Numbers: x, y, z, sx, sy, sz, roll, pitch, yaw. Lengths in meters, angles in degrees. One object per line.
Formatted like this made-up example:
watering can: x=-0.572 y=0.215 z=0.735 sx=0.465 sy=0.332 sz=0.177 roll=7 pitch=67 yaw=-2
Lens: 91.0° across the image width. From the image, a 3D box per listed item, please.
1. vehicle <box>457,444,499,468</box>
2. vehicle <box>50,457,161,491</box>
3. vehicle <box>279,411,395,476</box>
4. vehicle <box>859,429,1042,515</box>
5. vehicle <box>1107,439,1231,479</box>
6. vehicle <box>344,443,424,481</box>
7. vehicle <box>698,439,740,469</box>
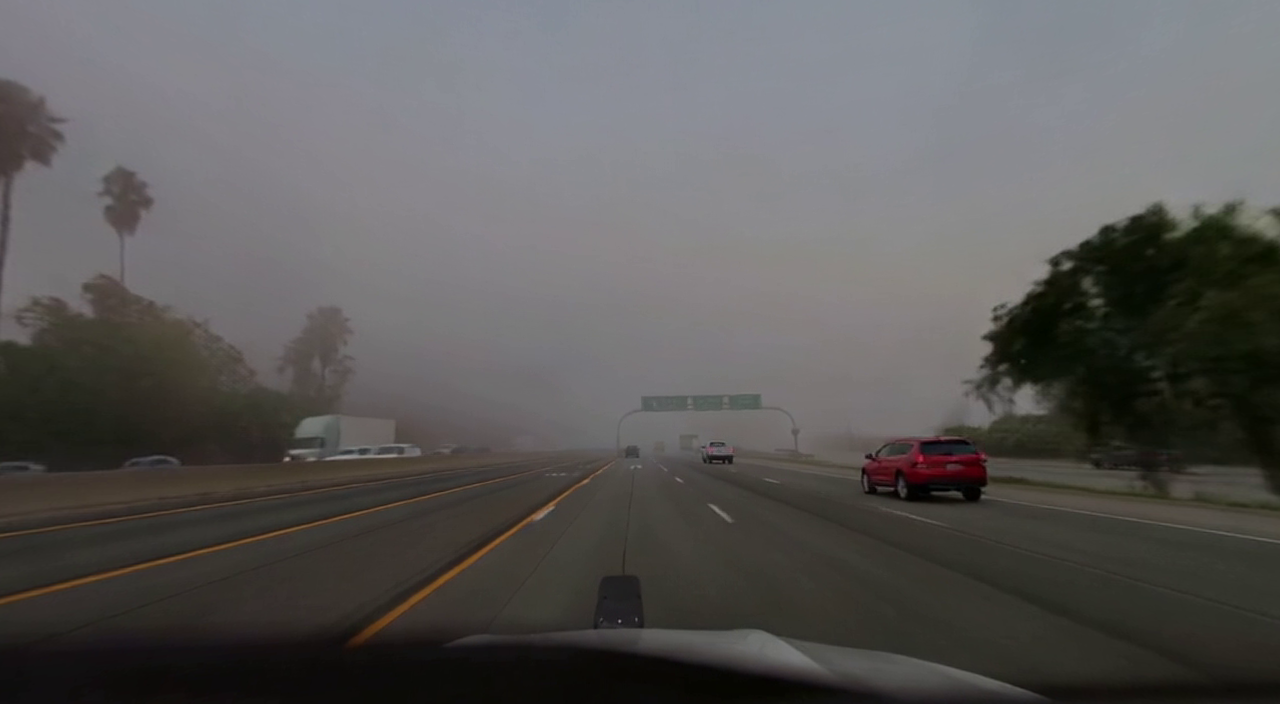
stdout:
vehicle: x=-12.151 y=7.849 z=47.565 sx=1.960 sy=1.681 sz=4.480 roll=0 pitch=-8 yaw=0
vehicle: x=-27.225 y=6.206 z=32.287 sx=1.831 sy=1.472 sz=4.368 roll=0 pitch=-8 yaw=0
vehicle: x=-19.898 y=6.148 z=42.272 sx=2.957 sy=3.852 sz=9.397 roll=0 pitch=-8 yaw=1
vehicle: x=6.761 y=2.647 z=14.386 sx=1.902 sy=1.623 sz=4.360 roll=0 pitch=-8 yaw=-1
vehicle: x=24.105 y=4.877 z=28.948 sx=1.887 sy=1.642 sz=4.592 roll=0 pitch=-8 yaw=3
vehicle: x=-12.462 y=5.363 z=30.973 sx=2.053 sy=1.689 sz=4.406 roll=0 pitch=-8 yaw=0
vehicle: x=4.763 y=6.210 z=38.510 sx=2.035 sy=1.704 sz=3.867 roll=0 pitch=-8 yaw=0
